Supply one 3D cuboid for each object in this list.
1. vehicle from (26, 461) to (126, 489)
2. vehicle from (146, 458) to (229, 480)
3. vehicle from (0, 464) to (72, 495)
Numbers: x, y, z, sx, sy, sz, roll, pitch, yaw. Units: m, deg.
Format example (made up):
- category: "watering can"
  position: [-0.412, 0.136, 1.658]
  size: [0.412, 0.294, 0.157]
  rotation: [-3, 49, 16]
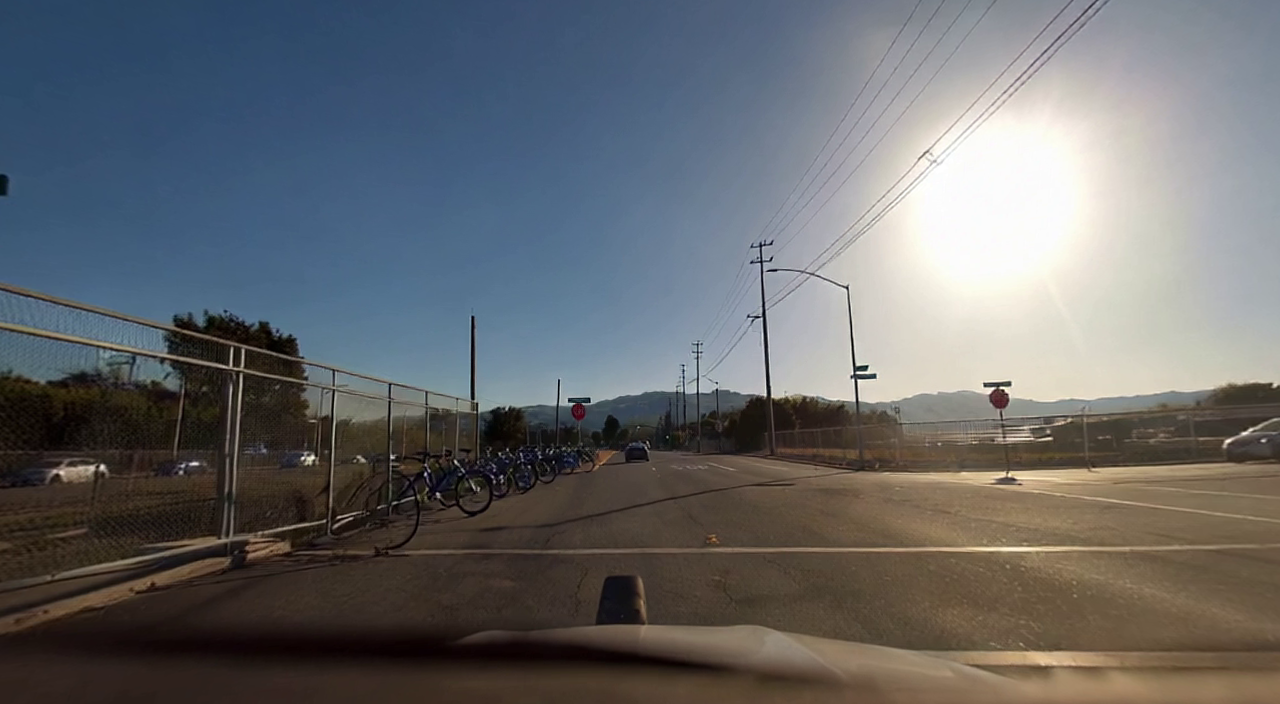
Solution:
- category: "vehicle"
  position: [-34.114, 7.423, 38.281]
  size: [4.210, 1.528, 1.932]
  rotation: [0, -9, 0]
- category: "vehicle"
  position: [-33.675, 8.699, 47.094]
  size: [4.569, 1.558, 1.903]
  rotation: [0, -9, -5]
- category: "vehicle"
  position: [-33.091, 6.675, 33.200]
  size: [4.546, 1.468, 1.901]
  rotation: [0, -9, 0]
